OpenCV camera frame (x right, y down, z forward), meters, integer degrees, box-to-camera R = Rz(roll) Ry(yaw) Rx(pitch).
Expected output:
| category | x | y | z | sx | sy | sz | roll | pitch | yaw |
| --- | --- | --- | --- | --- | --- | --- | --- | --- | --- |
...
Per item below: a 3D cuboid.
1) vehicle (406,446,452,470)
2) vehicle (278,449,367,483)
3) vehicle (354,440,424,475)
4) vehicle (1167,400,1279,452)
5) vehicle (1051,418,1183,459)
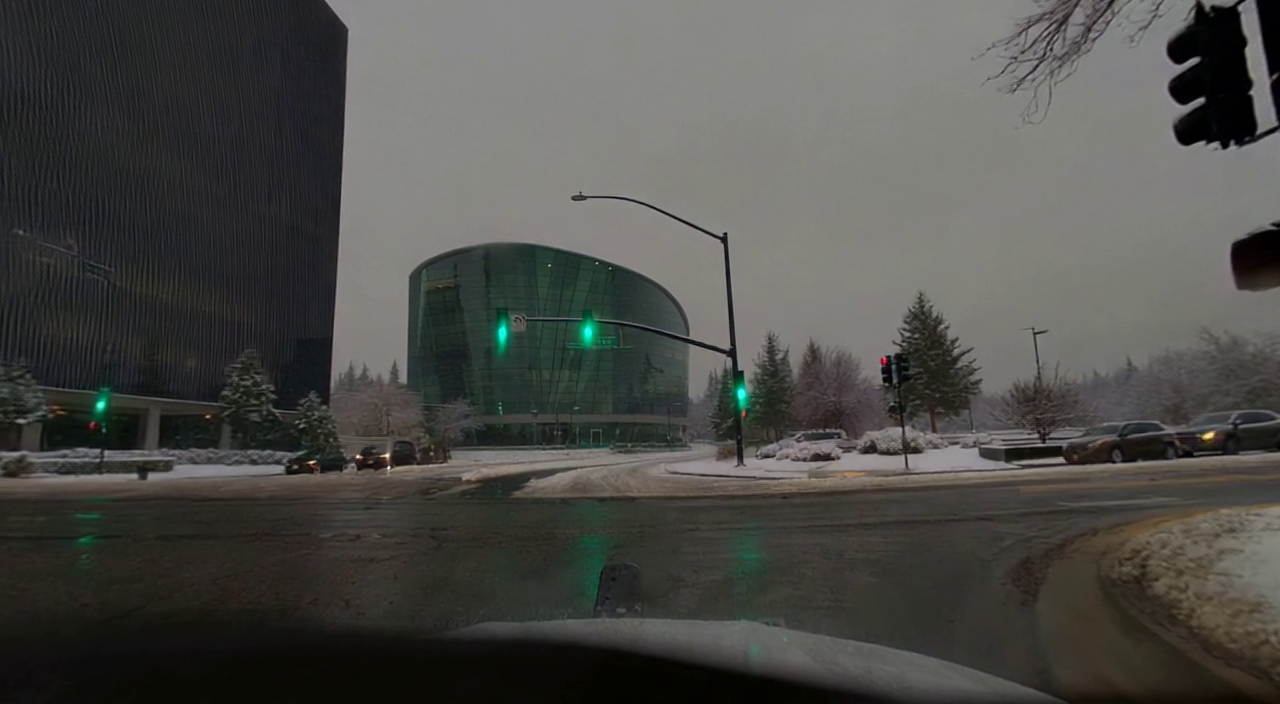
| category | x | y | z | sx | sy | sz | roll | pitch | yaw |
| --- | --- | --- | --- | --- | --- | --- | --- | --- | --- |
| vehicle | -15.135 | 7.606 | 45.364 | 1.932 | 1.605 | 4.146 | 1 | -9 | -1 |
| vehicle | -14.808 | 5.309 | 29.653 | 1.790 | 1.437 | 4.349 | 0 | -9 | 2 |
| vehicle | -14.895 | 6.305 | 37.741 | 2.091 | 1.915 | 5.040 | 0 | -9 | 0 |
| vehicle | 24.405 | 3.024 | 25.186 | 2.109 | 1.836 | 5.080 | -2 | -10 | 0 |
| vehicle | 19.071 | 3.519 | 25.493 | 1.834 | 1.480 | 4.458 | 0 | -9 | -1 |
